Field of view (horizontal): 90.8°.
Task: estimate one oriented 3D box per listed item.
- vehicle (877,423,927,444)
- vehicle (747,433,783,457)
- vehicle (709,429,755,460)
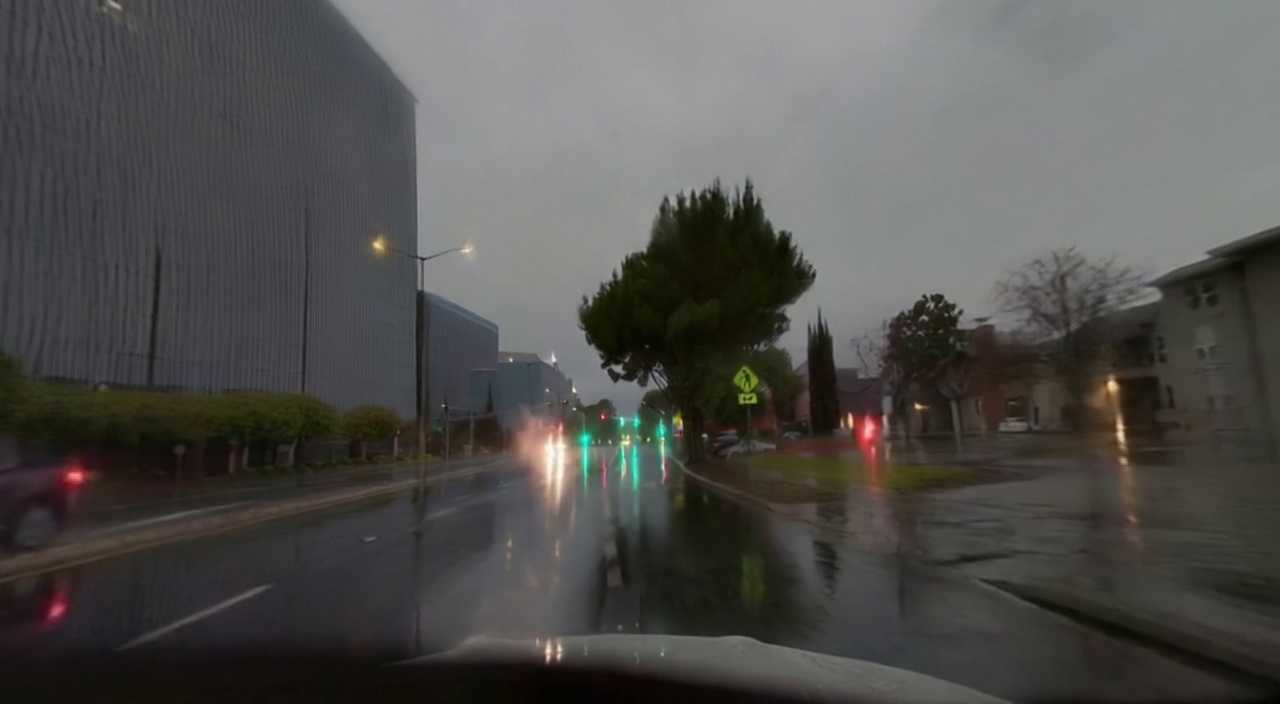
[{"bbox_3d":[19.501,6.133,47.267,1.890,1.492,4.494,0,-8,1],"label":"vehicle"},{"bbox_3d":[8.466,6.348,43.131,1.842,1.535,3.638,0,-8,2],"label":"vehicle"},{"bbox_3d":[6.075,6.224,42.482,2.160,1.944,5.086,0,-8,-2],"label":"vehicle"}]
